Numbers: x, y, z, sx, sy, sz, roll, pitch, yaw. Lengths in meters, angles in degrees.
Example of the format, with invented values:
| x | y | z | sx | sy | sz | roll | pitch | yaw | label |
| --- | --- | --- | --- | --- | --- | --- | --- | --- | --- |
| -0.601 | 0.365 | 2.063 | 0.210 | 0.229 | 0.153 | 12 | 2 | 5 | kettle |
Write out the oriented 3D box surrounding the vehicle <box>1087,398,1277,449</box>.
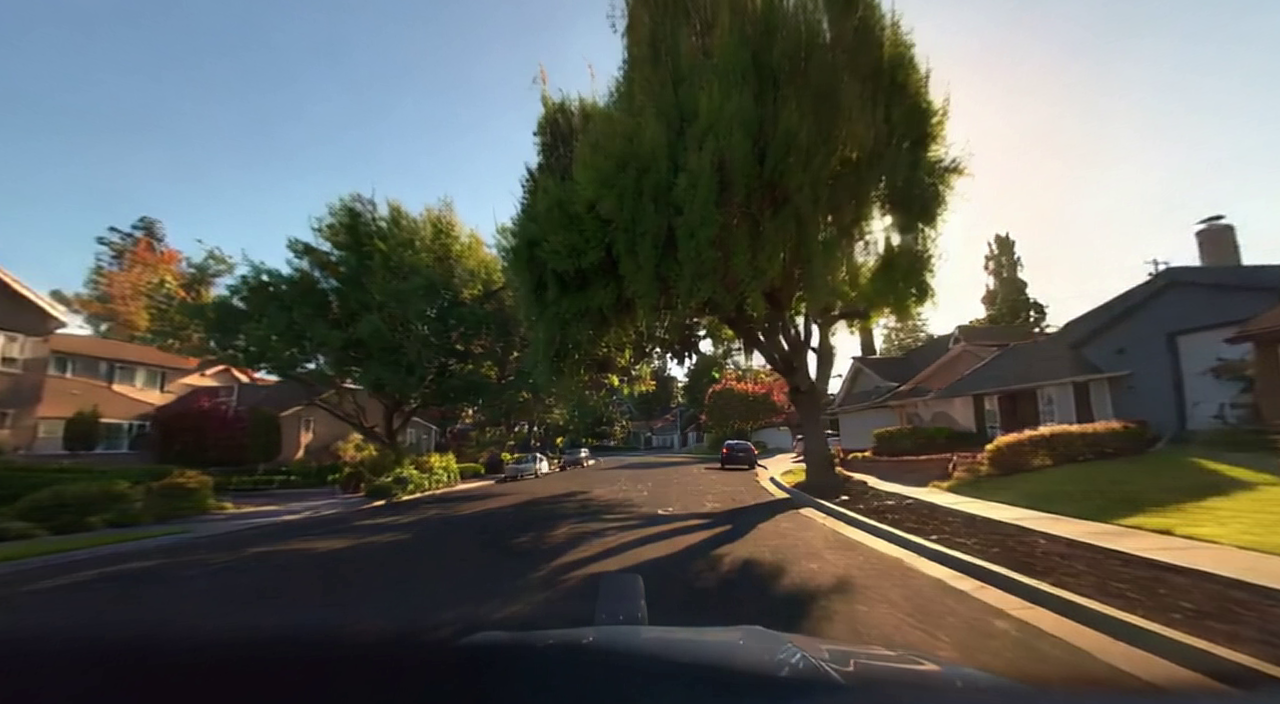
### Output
| x | y | z | sx | sy | sz | roll | pitch | yaw | label |
| --- | --- | --- | --- | --- | --- | --- | --- | --- | --- |
| 18.285 | 2.546 | 21.686 | 1.997 | 1.564 | 4.620 | 1 | -9 | -9 | vehicle |

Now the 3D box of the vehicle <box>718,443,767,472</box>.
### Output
| x | y | z | sx | sy | sz | roll | pitch | yaw | label |
| --- | --- | --- | --- | --- | --- | --- | --- | --- | --- |
| 5.731 | 5.982 | 35.932 | 2.088 | 1.522 | 4.449 | 0 | -9 | 1 | vehicle |
